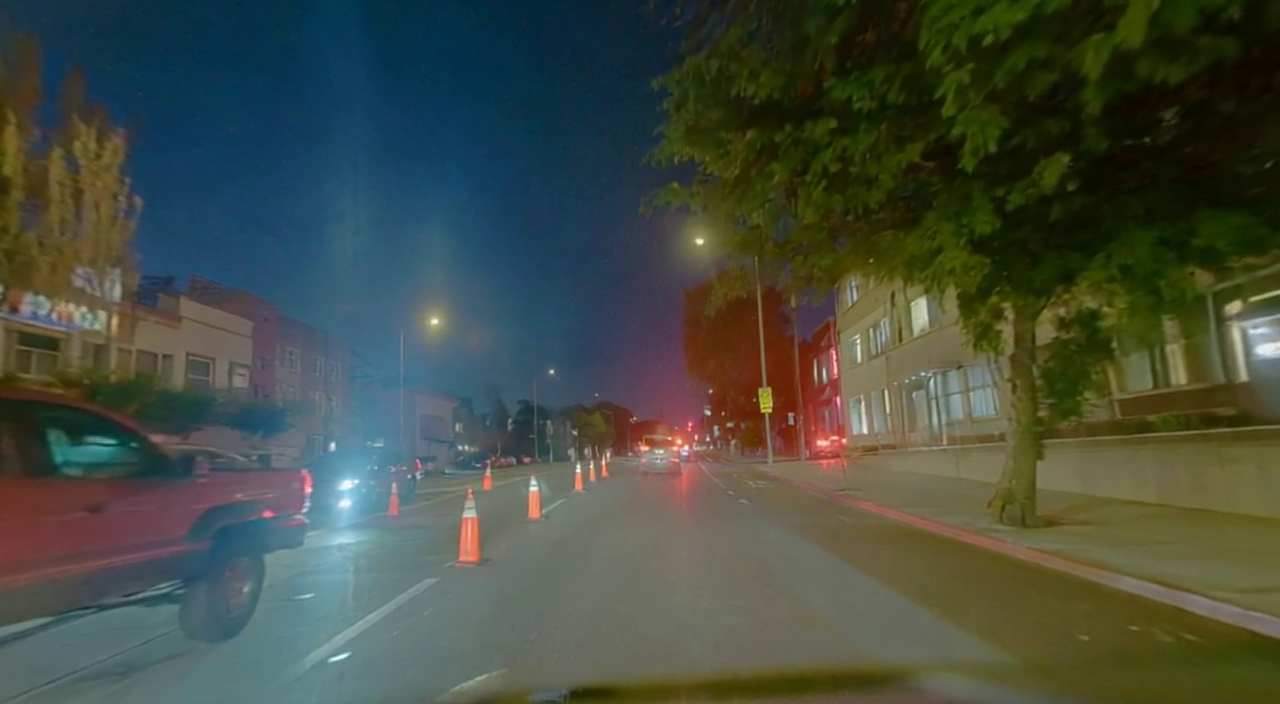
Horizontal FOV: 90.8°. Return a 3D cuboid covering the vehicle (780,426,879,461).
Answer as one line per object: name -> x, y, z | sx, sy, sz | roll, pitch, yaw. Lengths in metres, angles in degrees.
vehicle -> 10.846, 5.249, 36.419 | 4.859, 1.914, 2.333 | 1, -8, -4

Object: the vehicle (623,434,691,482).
vehicle -> 0.606, 3.669, 22.240 | 2.159, 1.506, 4.086 | 0, -8, 2

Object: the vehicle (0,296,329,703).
vehicle -> -4.314, 0.787, 2.675 | 2.500, 2.128, 6.396 | -2, -8, 3

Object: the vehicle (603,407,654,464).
vehicle -> -0.754, 5.783, 43.308 | 2.977, 3.271, 12.748 | 0, -8, -1
